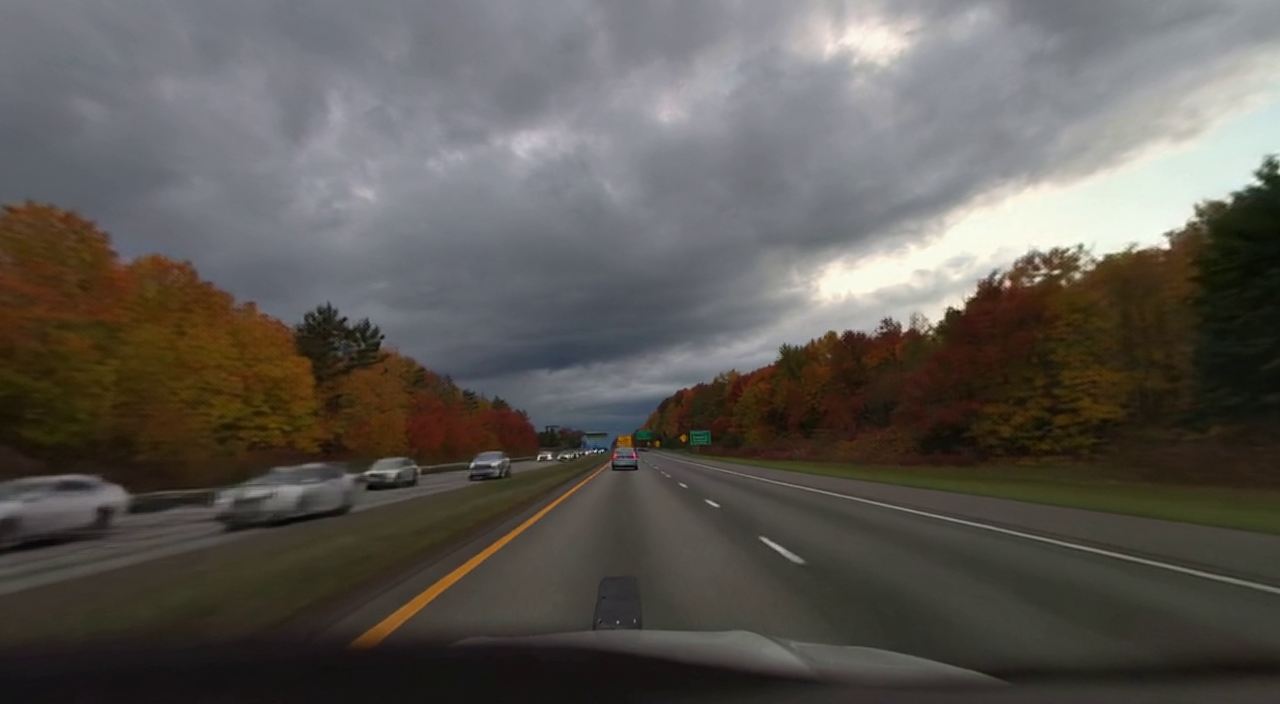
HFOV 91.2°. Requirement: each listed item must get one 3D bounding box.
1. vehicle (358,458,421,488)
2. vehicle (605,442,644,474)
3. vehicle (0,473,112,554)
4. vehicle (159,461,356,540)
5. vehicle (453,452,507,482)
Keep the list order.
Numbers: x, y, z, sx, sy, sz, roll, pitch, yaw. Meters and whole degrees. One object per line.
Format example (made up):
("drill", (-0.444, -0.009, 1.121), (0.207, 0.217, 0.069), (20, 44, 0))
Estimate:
("vehicle", (-14.390, 6.936, 36.194), (1.935, 1.549, 4.209), (0, -9, -1))
("vehicle", (-0.882, 6.160, 36.565), (2.168, 1.705, 4.272), (0, -9, -1))
("vehicle", (-13.570, 3.356, 13.057), (1.845, 1.474, 3.768), (0, -9, -1))
("vehicle", (-8.970, 3.476, 15.312), (1.933, 1.527, 4.642), (0, -9, -1))
("vehicle", (-9.374, 6.755, 37.181), (2.076, 1.635, 4.399), (0, -9, 0))
